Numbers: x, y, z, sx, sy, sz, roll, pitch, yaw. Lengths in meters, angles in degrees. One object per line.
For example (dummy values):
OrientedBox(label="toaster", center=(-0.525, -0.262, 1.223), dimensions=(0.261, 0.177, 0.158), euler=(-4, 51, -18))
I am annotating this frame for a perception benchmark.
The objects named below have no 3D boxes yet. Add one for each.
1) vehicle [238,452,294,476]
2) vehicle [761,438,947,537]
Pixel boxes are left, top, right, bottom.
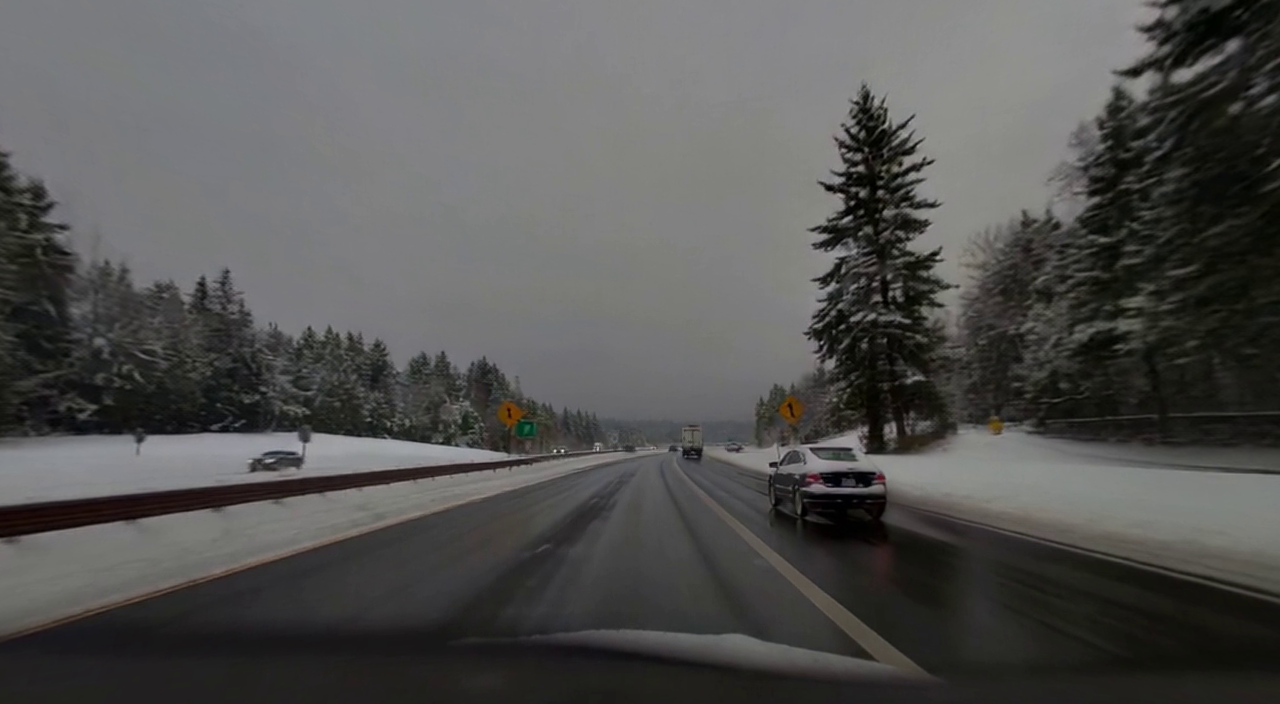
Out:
OrientedBox(label="vehicle", center=(-25.468, 7.591, 43.016), dimensions=(1.674, 1.522, 3.369), euler=(0, -9, 1))
OrientedBox(label="vehicle", center=(3.621, 2.351, 11.588), dimensions=(1.938, 1.456, 4.204), euler=(0, -9, 0))
